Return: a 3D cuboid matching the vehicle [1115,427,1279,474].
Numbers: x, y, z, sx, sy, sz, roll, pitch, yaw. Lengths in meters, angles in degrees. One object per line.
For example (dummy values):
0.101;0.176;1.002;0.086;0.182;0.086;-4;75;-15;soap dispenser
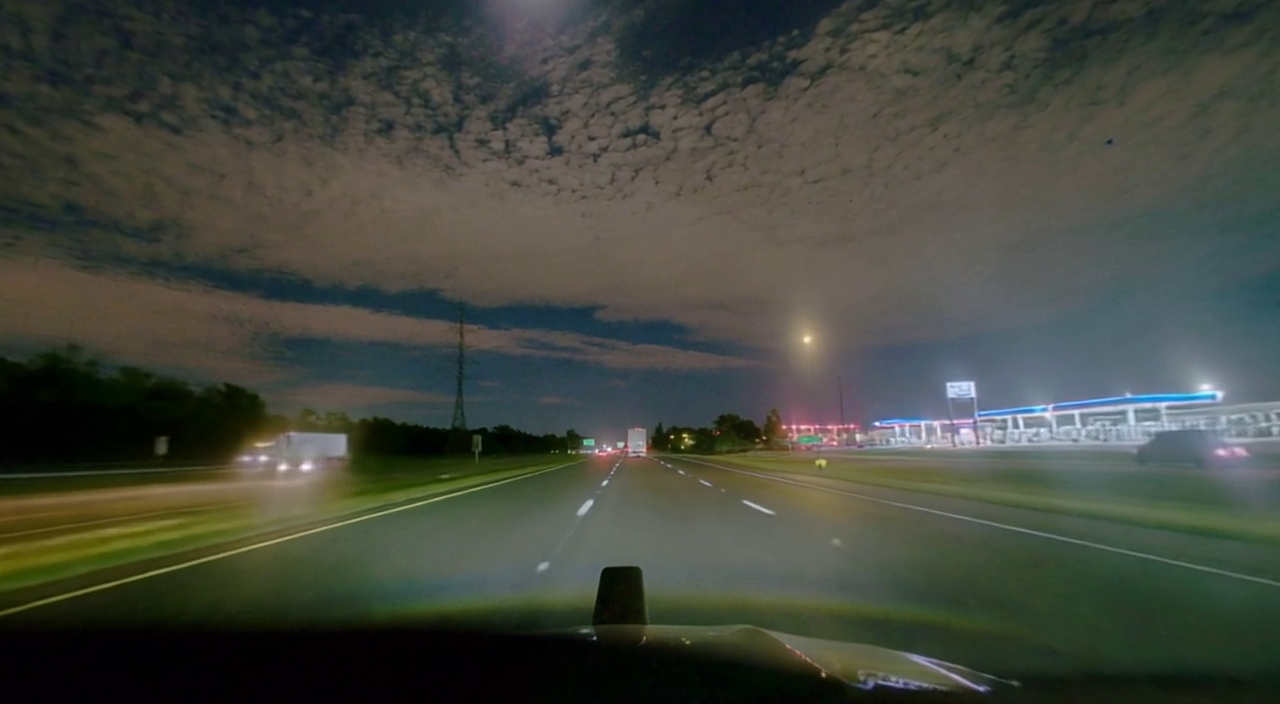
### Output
20.389;3.646;23.360;2.029;1.578;4.313;0;-9;-2;vehicle
